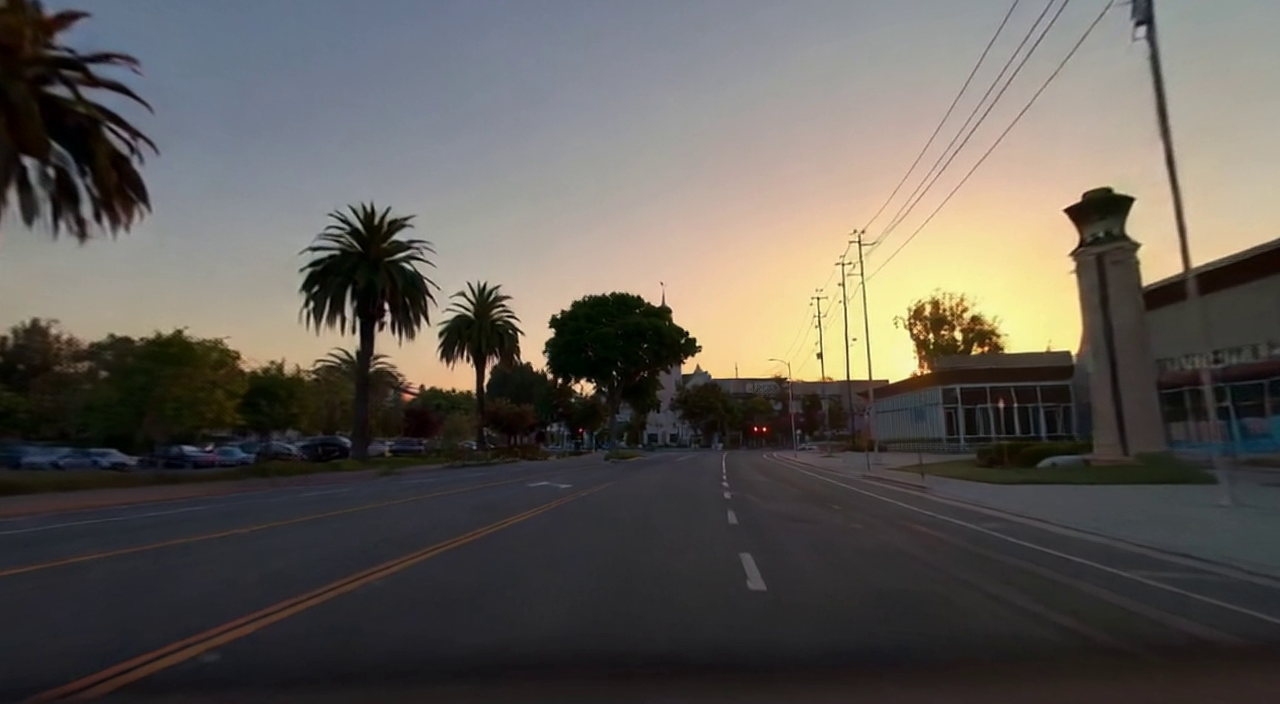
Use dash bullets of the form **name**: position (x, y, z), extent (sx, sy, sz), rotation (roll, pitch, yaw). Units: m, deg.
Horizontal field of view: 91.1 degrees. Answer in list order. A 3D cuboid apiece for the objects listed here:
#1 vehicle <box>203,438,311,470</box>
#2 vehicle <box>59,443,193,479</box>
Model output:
- **vehicle**: position (-22.199, 5.908, 36.474), extent (5.084, 1.664, 2.006), rotation (-2, -7, 4)
- **vehicle**: position (-23.173, 4.909, 28.424), extent (4.440, 1.541, 1.851), rotation (0, -9, 1)
